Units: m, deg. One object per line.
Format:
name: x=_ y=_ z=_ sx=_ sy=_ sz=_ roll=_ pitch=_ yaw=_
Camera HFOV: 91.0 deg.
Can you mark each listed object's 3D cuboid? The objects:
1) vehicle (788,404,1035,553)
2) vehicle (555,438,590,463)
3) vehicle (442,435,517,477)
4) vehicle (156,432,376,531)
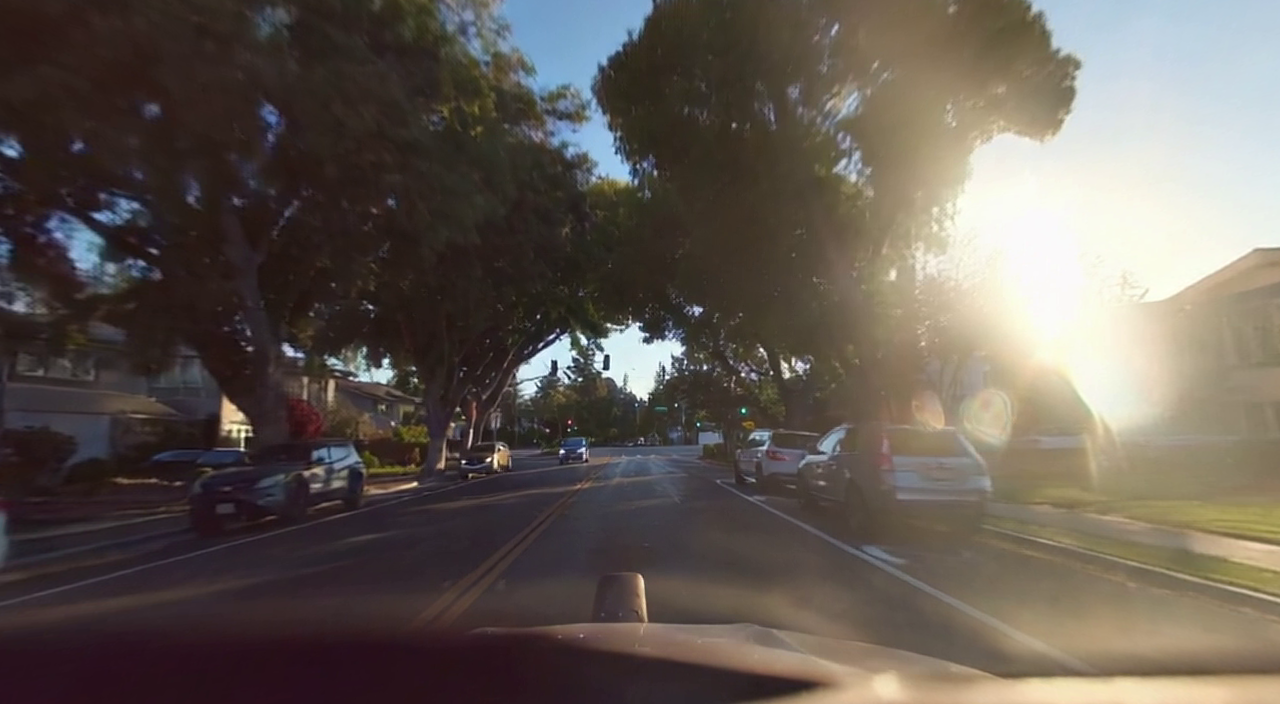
vehicle: x=3.822 y=1.856 z=9.902 sx=1.908 sy=1.788 sz=4.397 roll=0 pitch=-8 yaw=0
vehicle: x=-4.519 y=6.515 z=41.758 sx=1.971 sy=1.497 sz=4.285 roll=1 pitch=-9 yaw=-10
vehicle: x=-7.497 y=4.931 z=30.068 sx=2.150 sy=1.766 sz=5.483 roll=-1 pitch=-8 yaw=0
vehicle: x=-7.577 y=2.631 z=13.445 sx=1.994 sy=1.718 sz=4.518 roll=0 pitch=-8 yaw=-2
